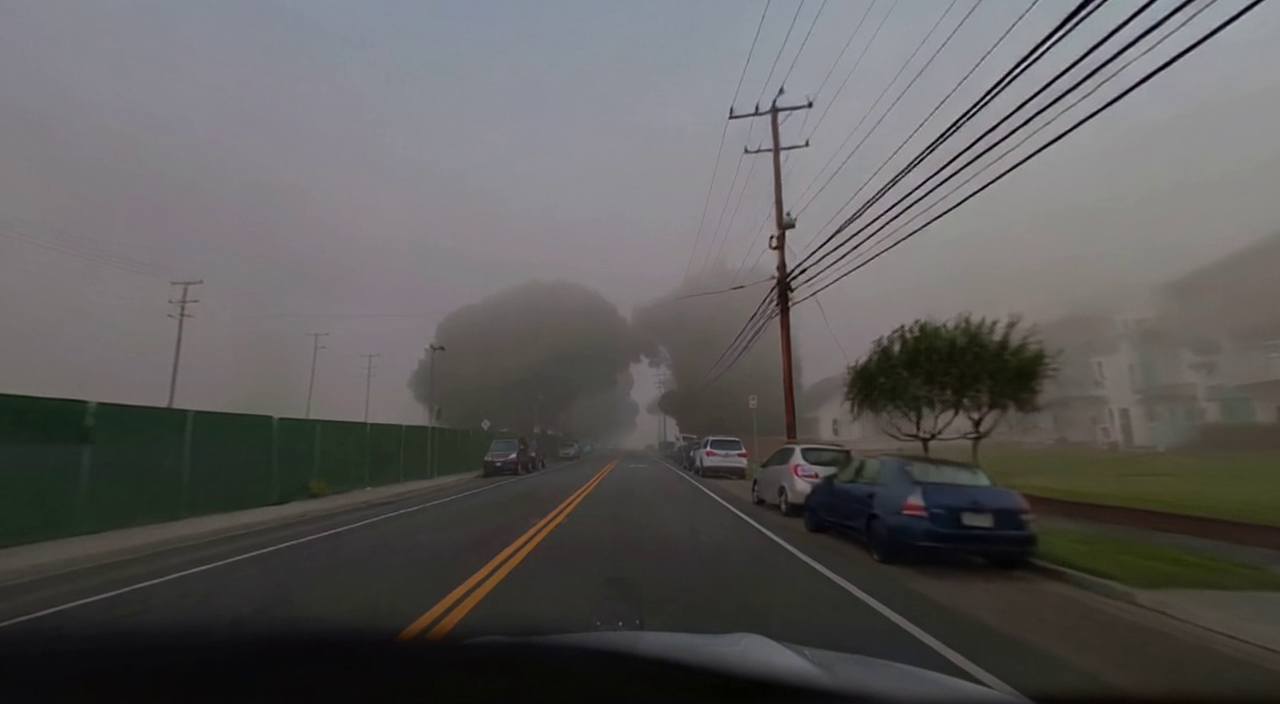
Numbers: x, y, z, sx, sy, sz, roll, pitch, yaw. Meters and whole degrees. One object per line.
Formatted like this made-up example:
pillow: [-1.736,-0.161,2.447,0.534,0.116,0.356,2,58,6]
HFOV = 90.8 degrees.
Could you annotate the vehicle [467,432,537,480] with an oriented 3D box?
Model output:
vehicle: [-6.723,5.103,31.431,2.268,2.154,5.321,0,-8,0]

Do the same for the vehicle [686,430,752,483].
vehicle: [3.255,4.462,27.271,2.053,2.005,5.495,0,-9,-1]

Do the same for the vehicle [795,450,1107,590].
vehicle: [3.580,1.977,8.319,1.984,1.342,4.066,0,-9,-1]
